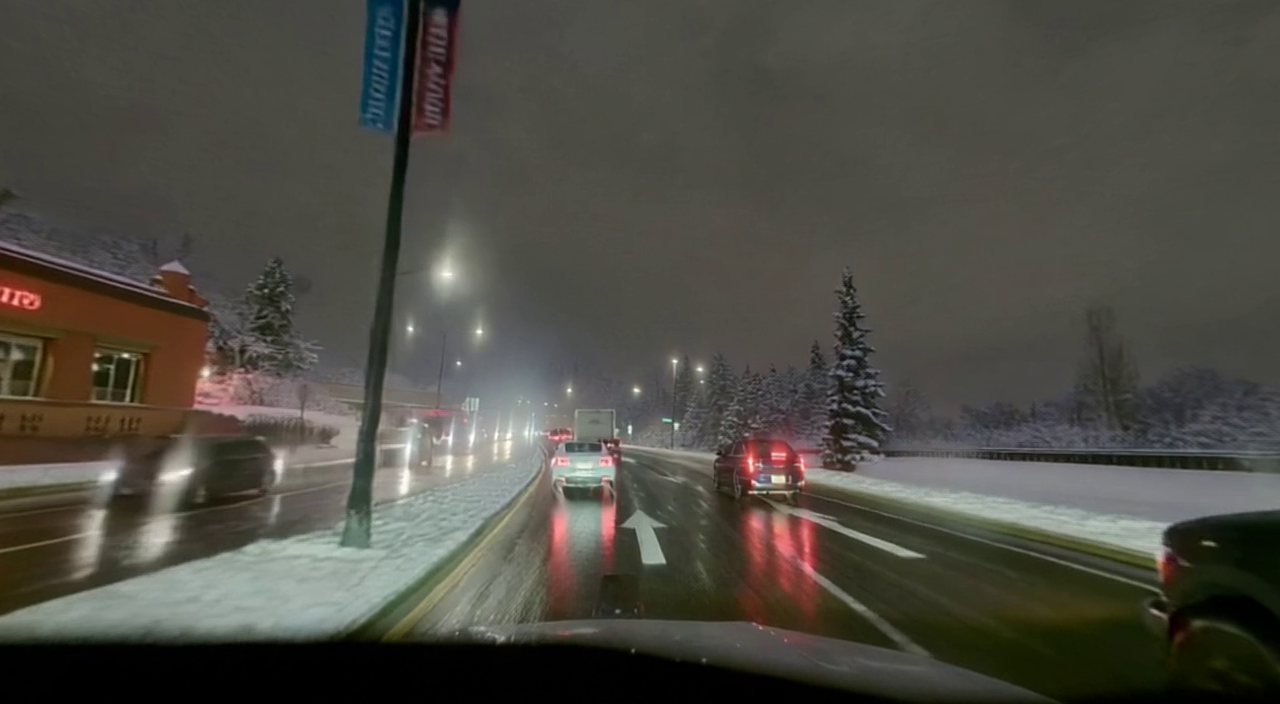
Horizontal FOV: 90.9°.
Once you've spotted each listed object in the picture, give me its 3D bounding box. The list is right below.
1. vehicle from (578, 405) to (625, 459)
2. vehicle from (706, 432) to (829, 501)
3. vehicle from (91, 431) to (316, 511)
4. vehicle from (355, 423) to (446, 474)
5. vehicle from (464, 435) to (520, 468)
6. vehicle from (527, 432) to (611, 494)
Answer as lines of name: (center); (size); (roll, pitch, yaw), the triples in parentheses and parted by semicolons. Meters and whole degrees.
vehicle: (-2.855, 5.742, 45.002); (2.917, 3.482, 6.946); (1, -8, -7)
vehicle: (2.970, 2.747, 15.592); (1.889, 1.480, 3.876); (1, -8, -5)
vehicle: (-9.401, 2.556, 14.157); (1.993, 1.482, 4.420); (1, -8, -2)
vehicle: (-10.343, 4.204, 27.709); (2.165, 1.966, 5.251); (1, -8, -3)
vehicle: (-7.366, 4.952, 31.754); (2.026, 1.520, 4.475); (1, -8, -4)
vehicle: (-1.931, 2.933, 17.010); (1.991, 1.472, 3.518); (1, -8, -7)
